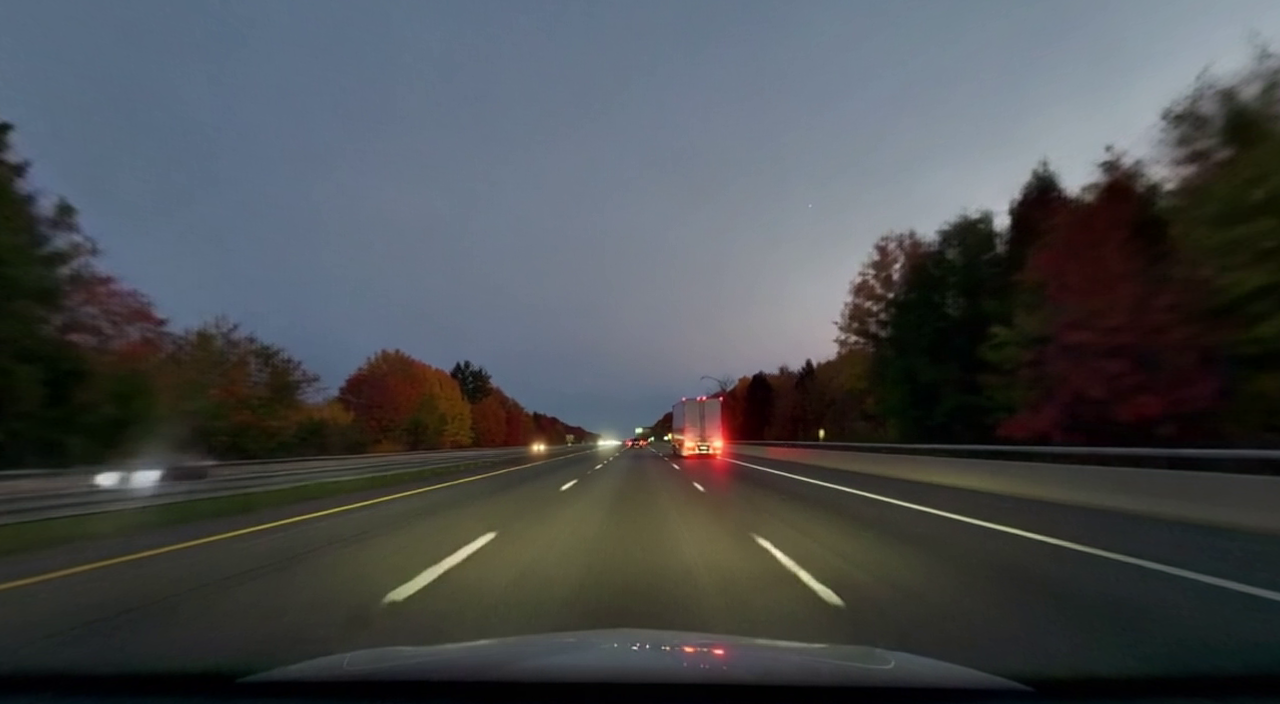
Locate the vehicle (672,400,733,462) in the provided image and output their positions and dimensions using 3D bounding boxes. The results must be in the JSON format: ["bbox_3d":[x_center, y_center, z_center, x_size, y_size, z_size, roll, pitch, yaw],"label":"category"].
[{"bbox_3d":[4.174,5.615,44.253,3.348,3.847,8.908,0,-8,0],"label":"vehicle"}]

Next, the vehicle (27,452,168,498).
[{"bbox_3d":[-20.427,4.618,23.904,1.785,1.490,4.013,0,-8,-1],"label":"vehicle"}]
